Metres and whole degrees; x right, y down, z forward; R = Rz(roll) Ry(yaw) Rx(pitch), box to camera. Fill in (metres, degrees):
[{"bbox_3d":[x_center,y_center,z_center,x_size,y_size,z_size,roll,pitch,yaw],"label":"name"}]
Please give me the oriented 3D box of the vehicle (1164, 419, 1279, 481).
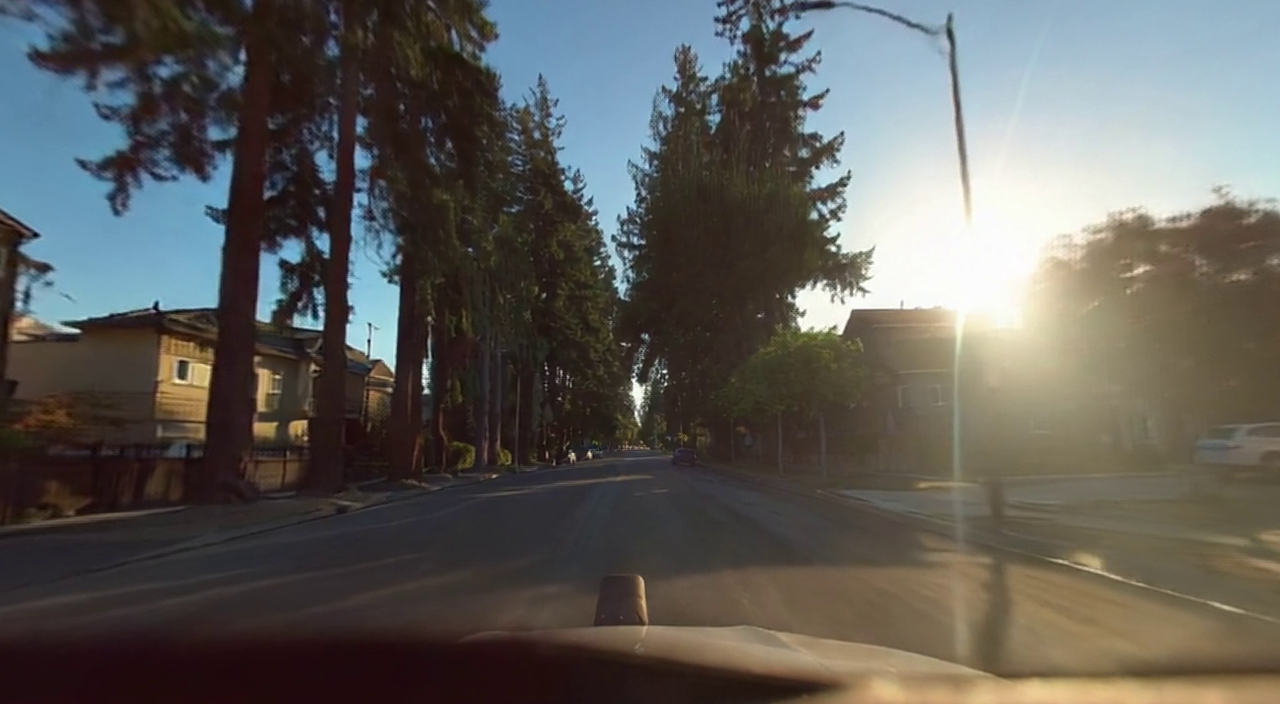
[{"bbox_3d":[16.669,2.531,16.443,4.257,1.473,1.999,0,-8,-1],"label":"vehicle"}]
